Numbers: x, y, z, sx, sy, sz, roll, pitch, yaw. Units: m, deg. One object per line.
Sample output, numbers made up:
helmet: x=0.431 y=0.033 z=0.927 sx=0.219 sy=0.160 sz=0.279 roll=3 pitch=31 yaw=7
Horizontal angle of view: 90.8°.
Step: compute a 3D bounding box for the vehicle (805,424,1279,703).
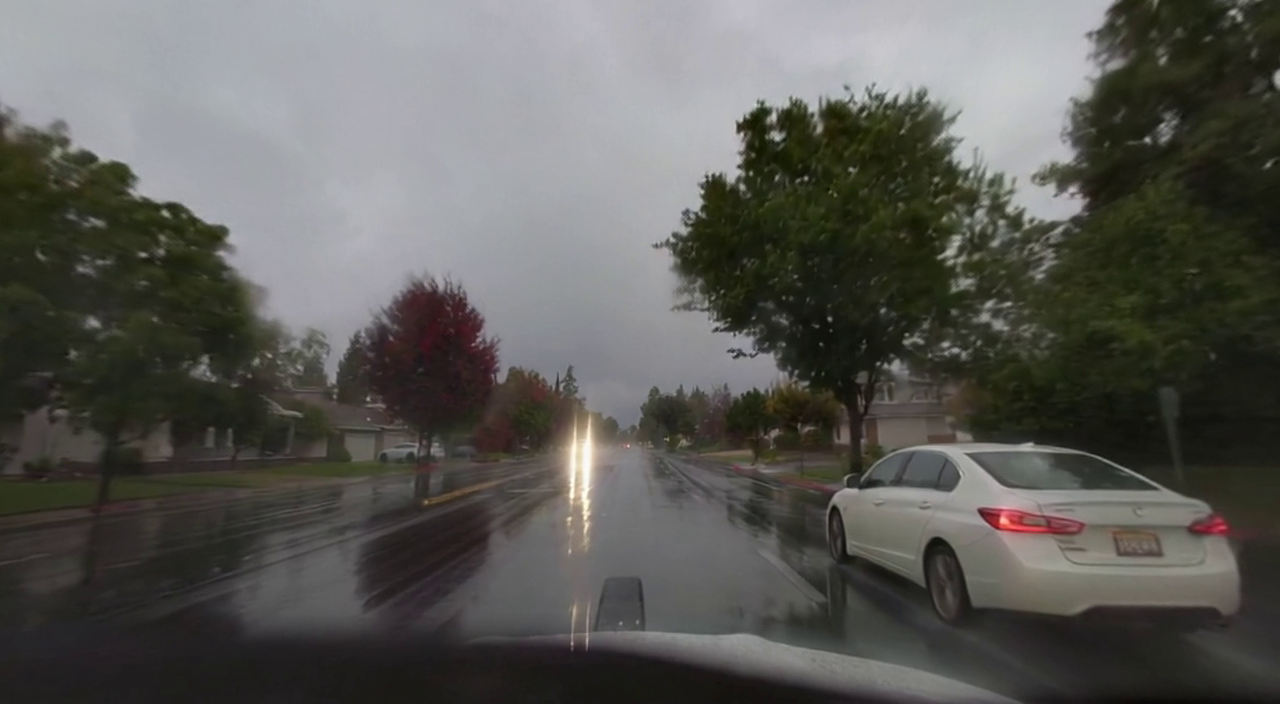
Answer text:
vehicle: x=3.094 y=1.471 z=5.590 sx=2.057 sy=1.493 sz=4.225 roll=0 pitch=-9 yaw=-1
